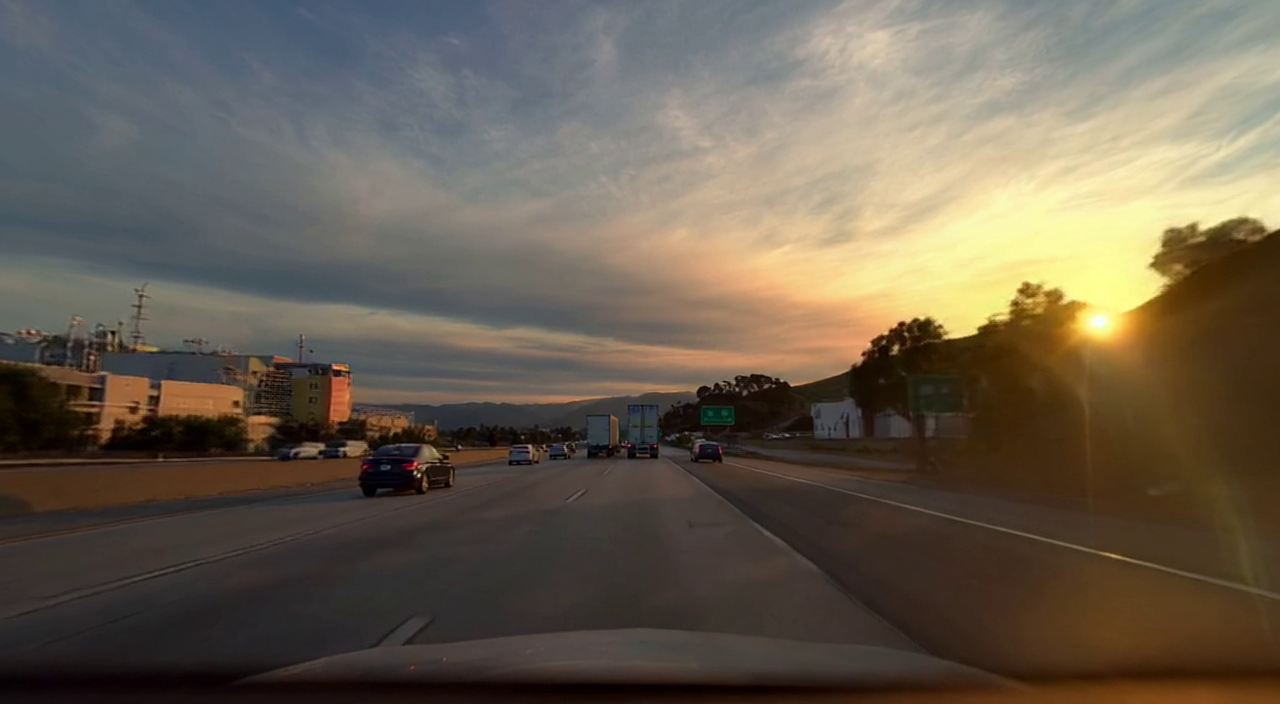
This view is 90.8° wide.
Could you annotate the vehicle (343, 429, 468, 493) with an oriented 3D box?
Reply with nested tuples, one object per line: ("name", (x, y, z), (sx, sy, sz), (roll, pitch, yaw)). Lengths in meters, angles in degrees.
("vehicle", (-7.116, 3.342, 19.728), (2.122, 1.754, 4.379), (0, -9, 1))

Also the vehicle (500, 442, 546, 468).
("vehicle", (-7.066, 6.284, 38.633), (1.891, 1.460, 4.506), (0, -9, 1))

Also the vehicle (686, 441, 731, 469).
("vehicle", (3.770, 5.752, 35.421), (2.006, 1.452, 4.246), (0, -9, 0))

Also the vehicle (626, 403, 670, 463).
("vehicle", (0.472, 6.371, 48.931), (2.969, 4.104, 10.906), (0, -9, -1))
